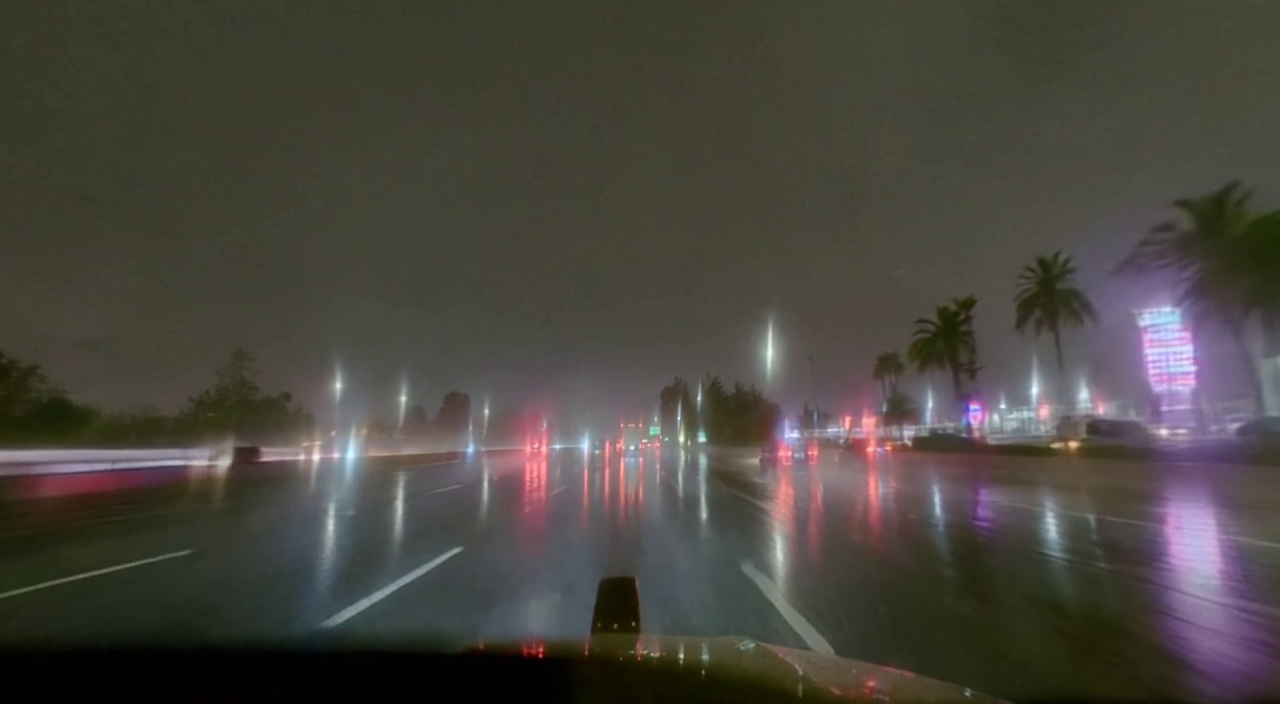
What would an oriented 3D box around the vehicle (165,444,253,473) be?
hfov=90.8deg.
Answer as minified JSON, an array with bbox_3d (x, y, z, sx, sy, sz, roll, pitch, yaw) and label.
[{"bbox_3d":[-26.257,6.479,38.705,2.196,1.608,4.473,0,-8,0],"label":"vehicle"}]

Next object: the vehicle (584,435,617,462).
[{"bbox_3d":[-3.075,7.590,49.845,2.390,2.007,4.901,0,-8,-1],"label":"vehicle"}]

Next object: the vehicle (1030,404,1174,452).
[{"bbox_3d":[23.821,3.959,32.717,5.716,2.092,2.177,-2,-11,-4],"label":"vehicle"}]

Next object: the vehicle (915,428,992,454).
[{"bbox_3d":[23.556,6.695,47.543,4.675,1.823,2.059,0,-8,-2],"label":"vehicle"}]
